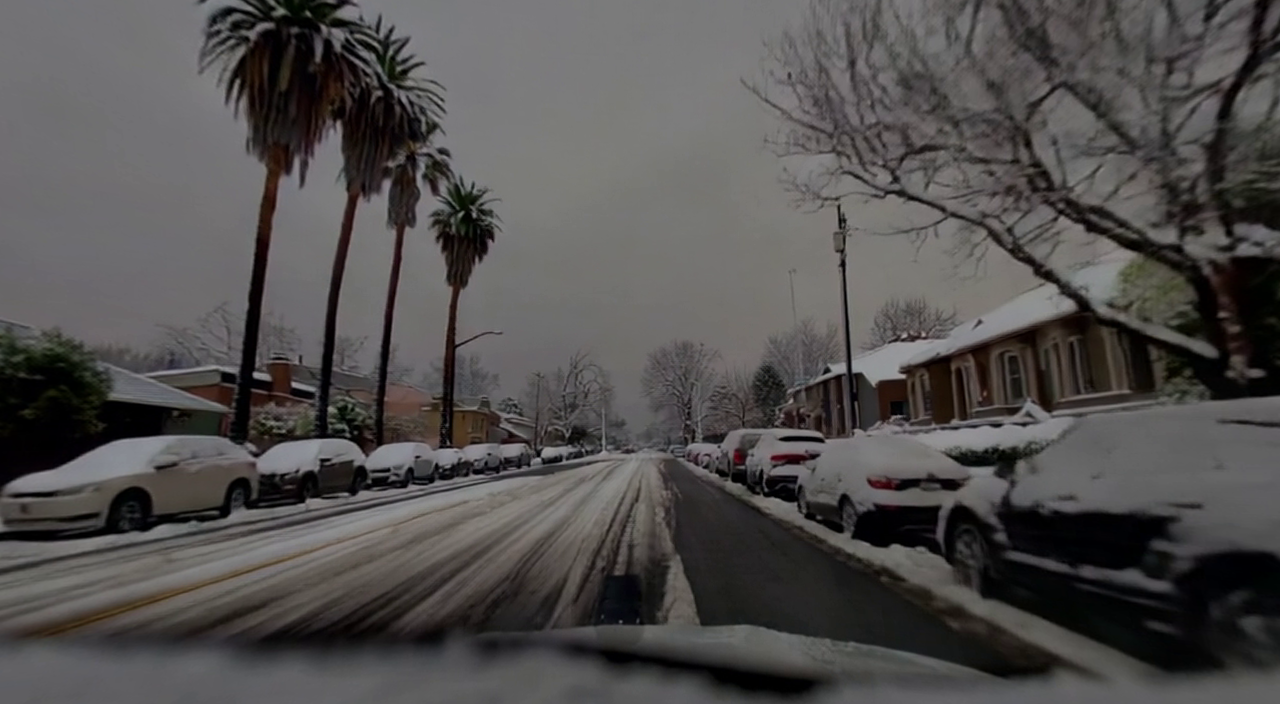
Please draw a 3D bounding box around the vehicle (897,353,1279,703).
[{"bbox_3d":[3.542,1.042,3.865,2.016,1.671,4.372,0,-8,-1],"label":"vehicle"}]

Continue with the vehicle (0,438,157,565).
[{"bbox_3d":[-9.789,2.105,9.115,4.027,1.704,1.849,3,-9,-23],"label":"vehicle"}]
